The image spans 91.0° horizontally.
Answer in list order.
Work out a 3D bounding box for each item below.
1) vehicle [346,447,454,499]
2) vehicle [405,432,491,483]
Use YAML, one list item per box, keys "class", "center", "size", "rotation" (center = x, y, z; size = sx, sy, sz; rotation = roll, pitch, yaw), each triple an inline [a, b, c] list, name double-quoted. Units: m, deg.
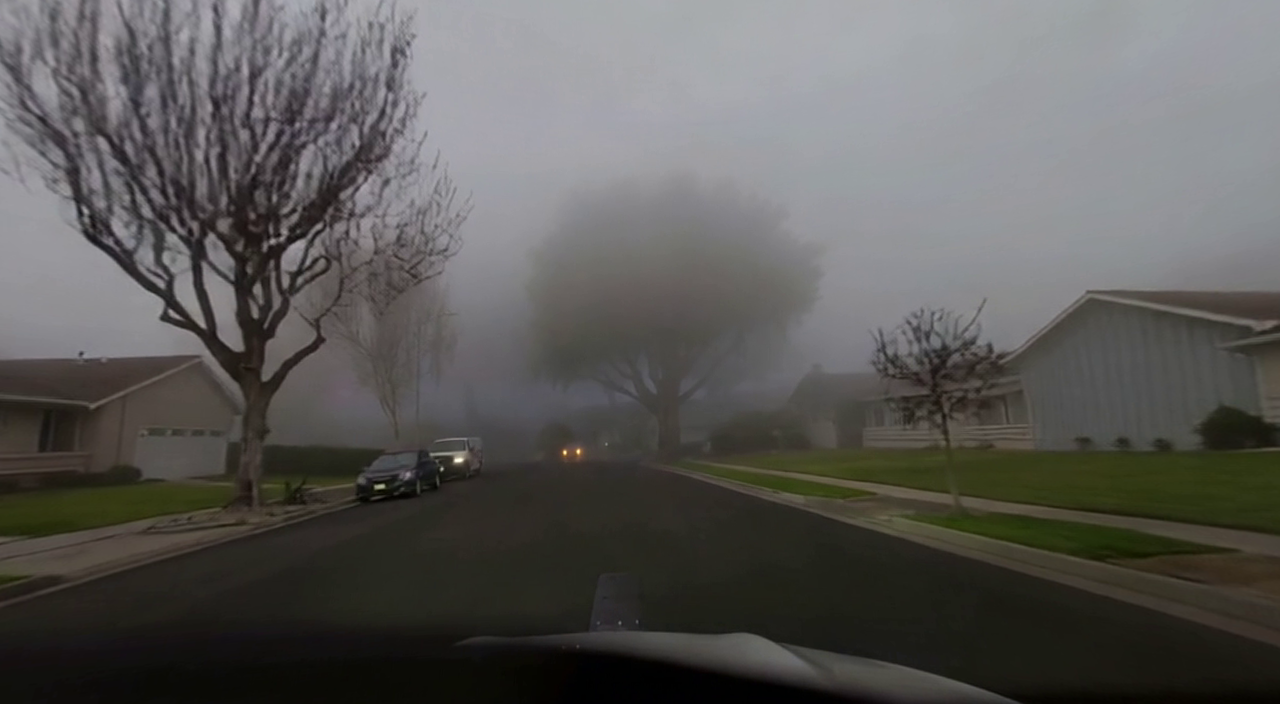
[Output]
- class: "vehicle"
  center: [-7.301, 3.683, 19.612]
  size: [2.017, 1.397, 4.004]
  rotation: [0, -8, -4]
- class: "vehicle"
  center: [-8.068, 4.488, 27.117]
  size: [2.338, 1.925, 5.725]
  rotation: [0, -8, -5]
